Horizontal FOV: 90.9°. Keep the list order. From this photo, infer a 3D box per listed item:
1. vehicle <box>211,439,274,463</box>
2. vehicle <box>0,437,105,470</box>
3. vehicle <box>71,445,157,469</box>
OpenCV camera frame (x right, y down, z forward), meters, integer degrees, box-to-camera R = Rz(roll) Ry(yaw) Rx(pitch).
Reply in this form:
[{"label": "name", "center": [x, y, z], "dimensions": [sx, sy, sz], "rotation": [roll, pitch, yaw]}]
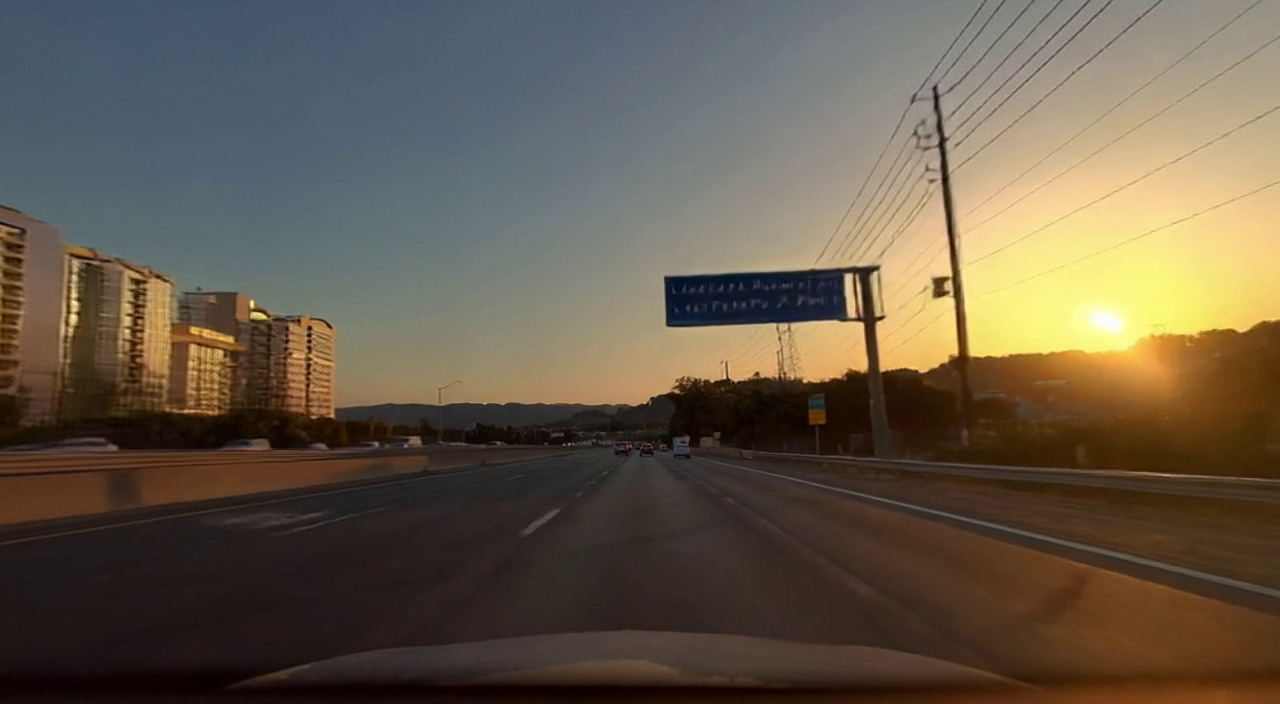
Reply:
[{"label": "vehicle", "center": [-29.664, 7.359, 47.208], "dimensions": [1.806, 1.648, 4.438], "rotation": [0, -7, 0]}, {"label": "vehicle", "center": [-30.328, 5.161, 32.339], "dimensions": [1.886, 1.494, 4.292], "rotation": [-1, -7, 3]}, {"label": "vehicle", "center": [-33.943, 6.757, 40.876], "dimensions": [1.713, 1.464, 4.397], "rotation": [0, -8, 1]}]
